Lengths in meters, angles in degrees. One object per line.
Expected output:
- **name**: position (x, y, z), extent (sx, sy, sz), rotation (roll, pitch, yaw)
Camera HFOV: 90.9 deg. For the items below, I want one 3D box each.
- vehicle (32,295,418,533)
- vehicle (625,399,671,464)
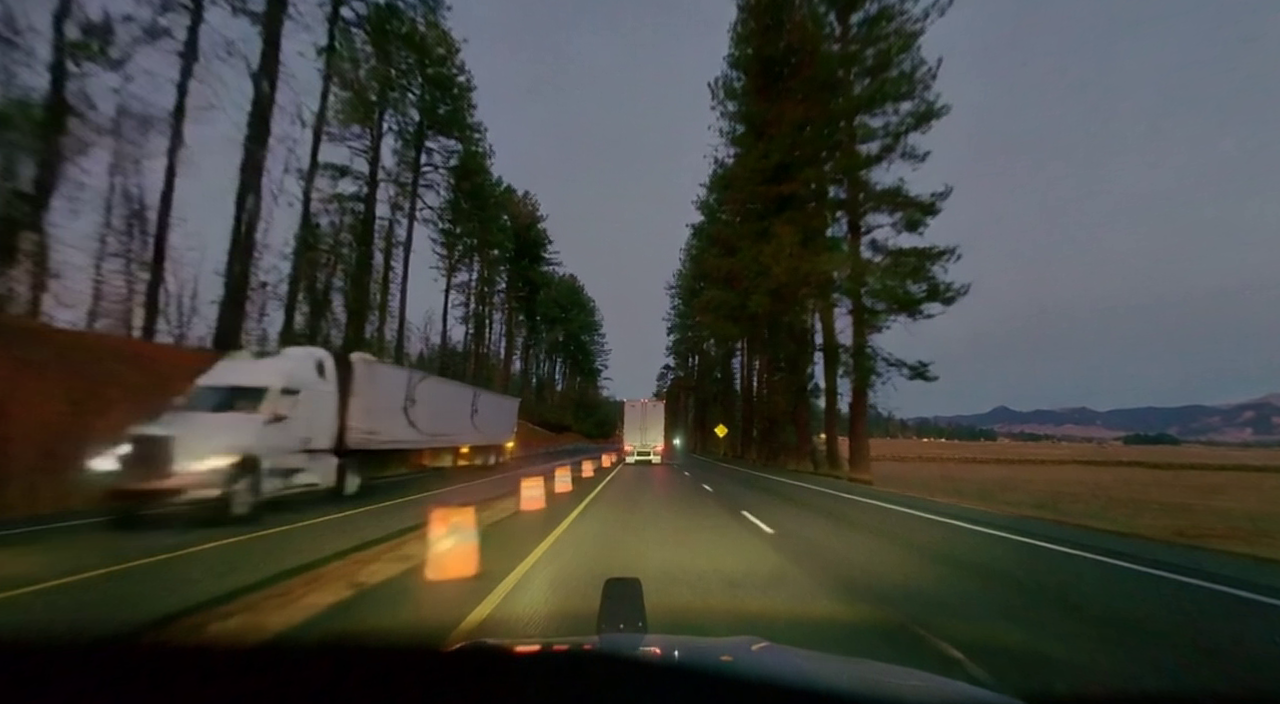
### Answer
- **vehicle**: position (-8.492, 1.656, 15.081), extent (3.025, 4.018, 8.862), rotation (0, -8, 1)
- **vehicle**: position (0.376, 5.870, 45.597), extent (2.935, 4.068, 11.036), rotation (0, -8, -1)
